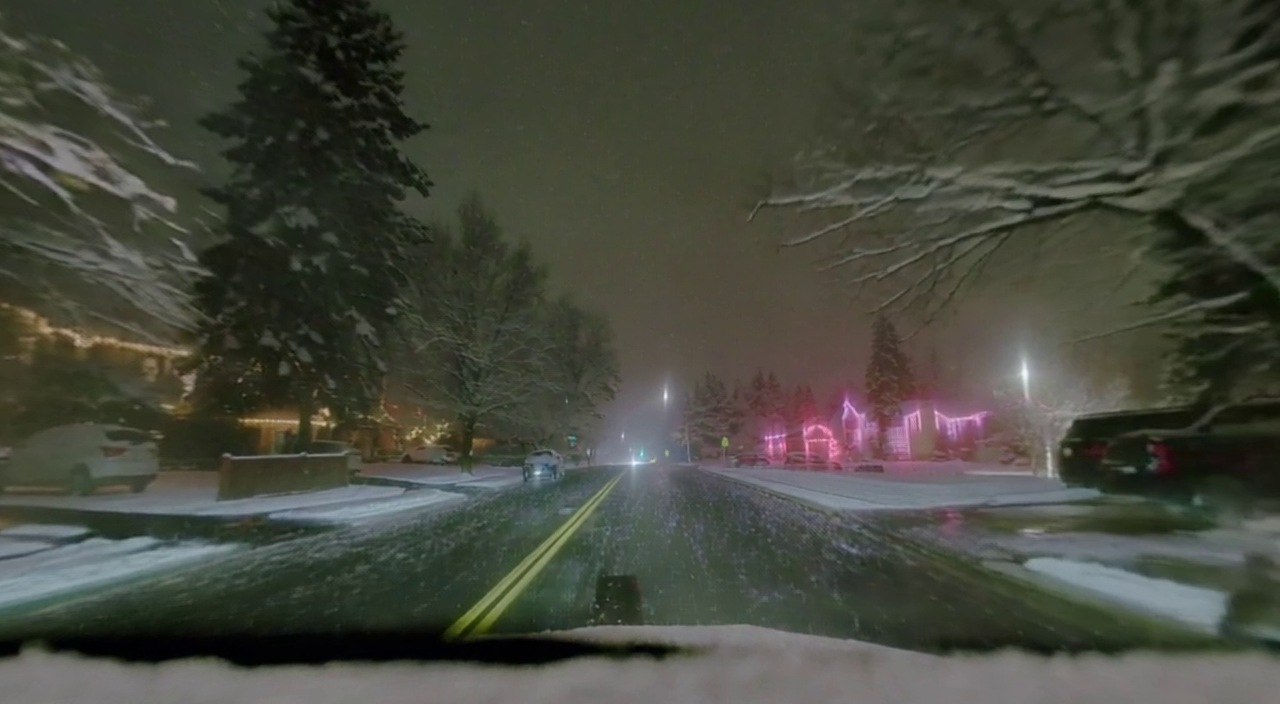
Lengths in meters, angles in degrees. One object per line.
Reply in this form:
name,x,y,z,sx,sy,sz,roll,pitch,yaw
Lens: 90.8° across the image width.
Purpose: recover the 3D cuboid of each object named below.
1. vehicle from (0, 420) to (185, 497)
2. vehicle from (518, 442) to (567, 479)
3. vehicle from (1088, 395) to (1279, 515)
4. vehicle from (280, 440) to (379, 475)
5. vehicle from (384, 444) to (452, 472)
vehicle,-14.279,2.738,16.427,4.537,1.751,2.051,-5,-10,28
vehicle,-5.418,6.190,35.599,1.924,1.765,4.542,-3,-12,2
vehicle,9.791,1.506,9.379,4.599,1.622,1.998,-3,-9,18
vehicle,-14.485,4.869,29.374,4.668,1.491,1.941,-6,-10,32
vehicle,-16.619,7.939,47.229,4.742,1.495,1.963,-11,-11,23
